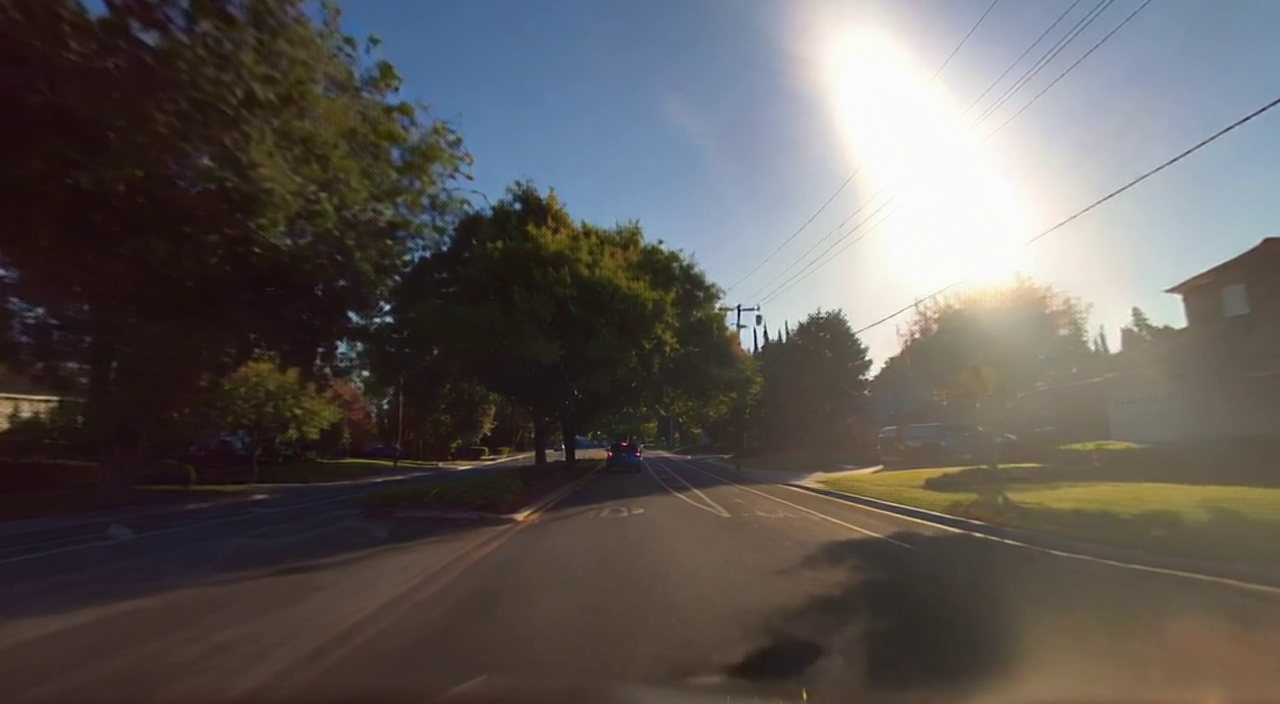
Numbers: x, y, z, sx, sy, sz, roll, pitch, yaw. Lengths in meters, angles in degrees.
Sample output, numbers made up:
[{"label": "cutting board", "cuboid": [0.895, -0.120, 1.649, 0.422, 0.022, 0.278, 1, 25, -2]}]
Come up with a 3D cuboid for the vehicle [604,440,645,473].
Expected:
[{"label": "vehicle", "cuboid": [-0.865, 5.738, 34.986, 2.139, 1.699, 3.916, 0, -8, -1]}]
